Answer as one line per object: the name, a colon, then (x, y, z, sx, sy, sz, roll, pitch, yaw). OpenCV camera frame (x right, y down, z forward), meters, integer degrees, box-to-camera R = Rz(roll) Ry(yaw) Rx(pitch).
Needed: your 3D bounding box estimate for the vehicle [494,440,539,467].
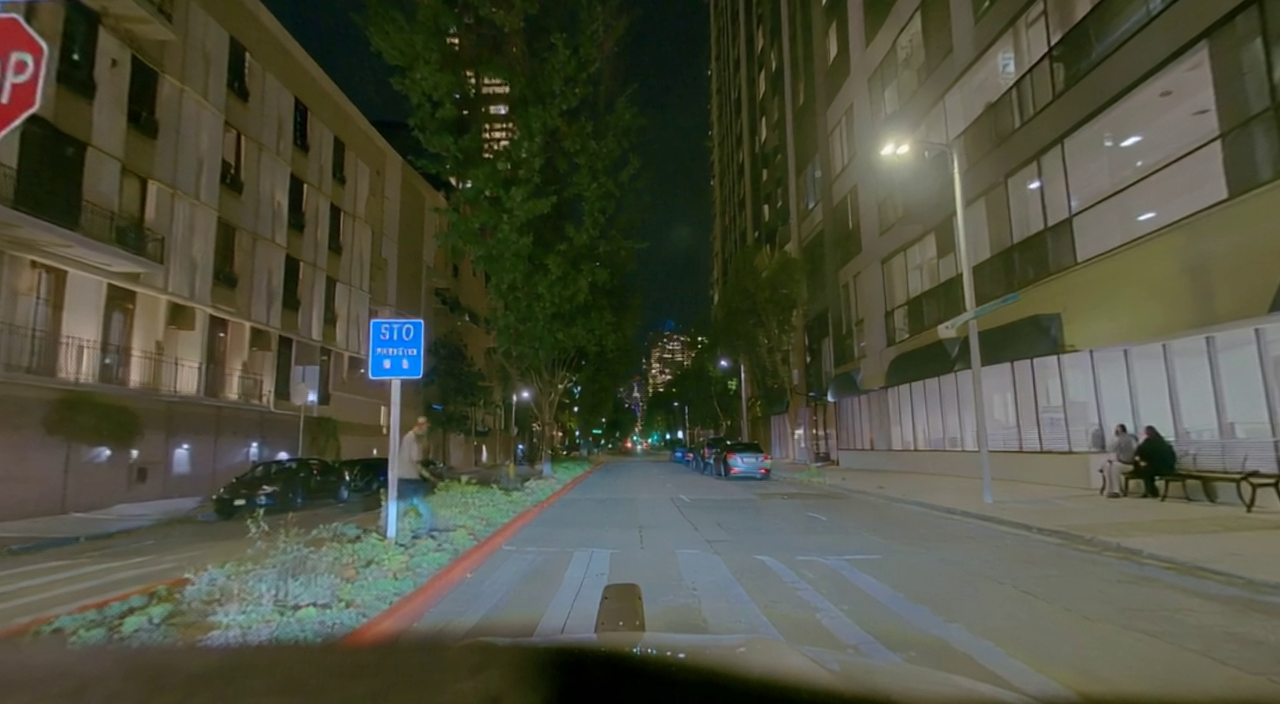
vehicle: (-8.843, 7.329, 45.723, 2.256, 1.802, 4.333, 0, -8, 2)

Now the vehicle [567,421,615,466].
vehicle: (-2.982, 5.802, 40.123, 2.317, 2.596, 6.053, 0, -8, 3)

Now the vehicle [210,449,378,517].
vehicle: (-8.793, 3.323, 16.619, 2.007, 1.503, 4.343, 0, -8, -1)

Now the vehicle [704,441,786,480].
vehicle: (4.576, 4.604, 27.096, 1.858, 1.491, 4.329, -5, -10, 33)
